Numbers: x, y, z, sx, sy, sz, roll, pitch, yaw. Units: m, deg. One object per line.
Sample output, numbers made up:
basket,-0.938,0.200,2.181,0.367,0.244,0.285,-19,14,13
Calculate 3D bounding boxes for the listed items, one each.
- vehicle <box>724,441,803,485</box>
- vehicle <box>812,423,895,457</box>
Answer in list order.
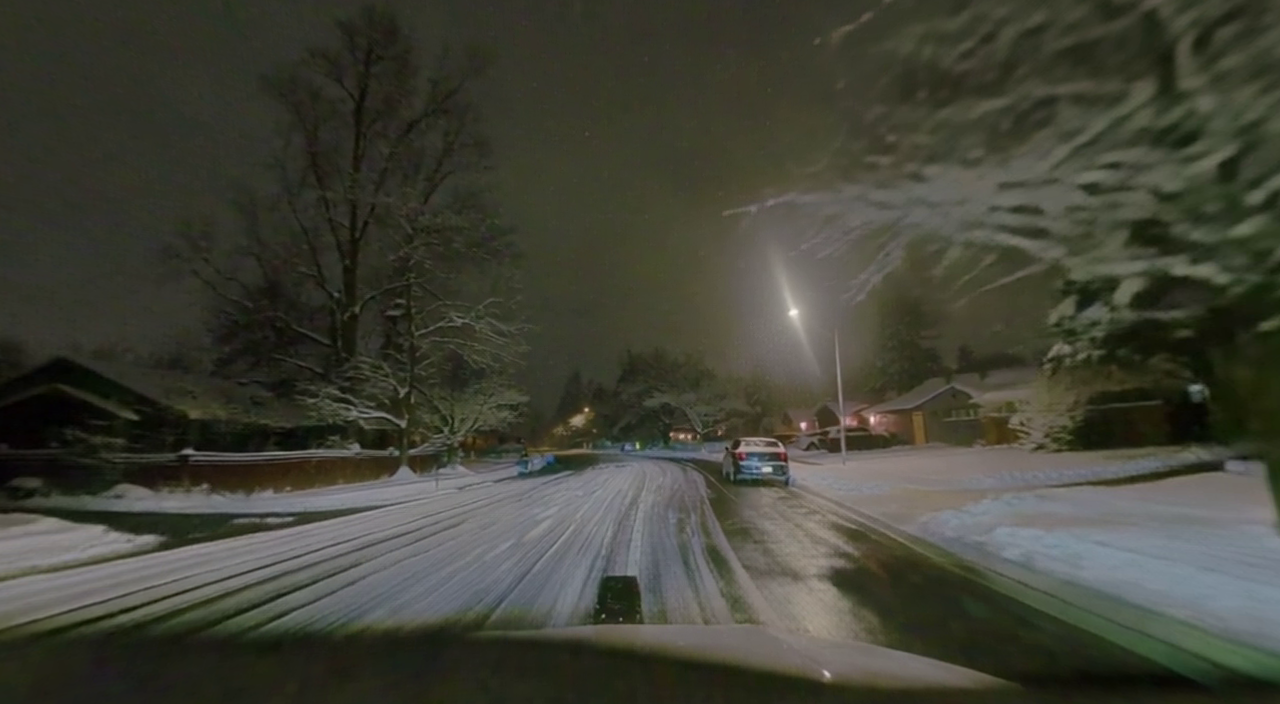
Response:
vehicle,4.679,4.297,24.654,2.088,1.522,4.449,0,-9,-1
vehicle,13.666,5.645,40.552,4.421,1.703,1.927,-5,-8,-6
